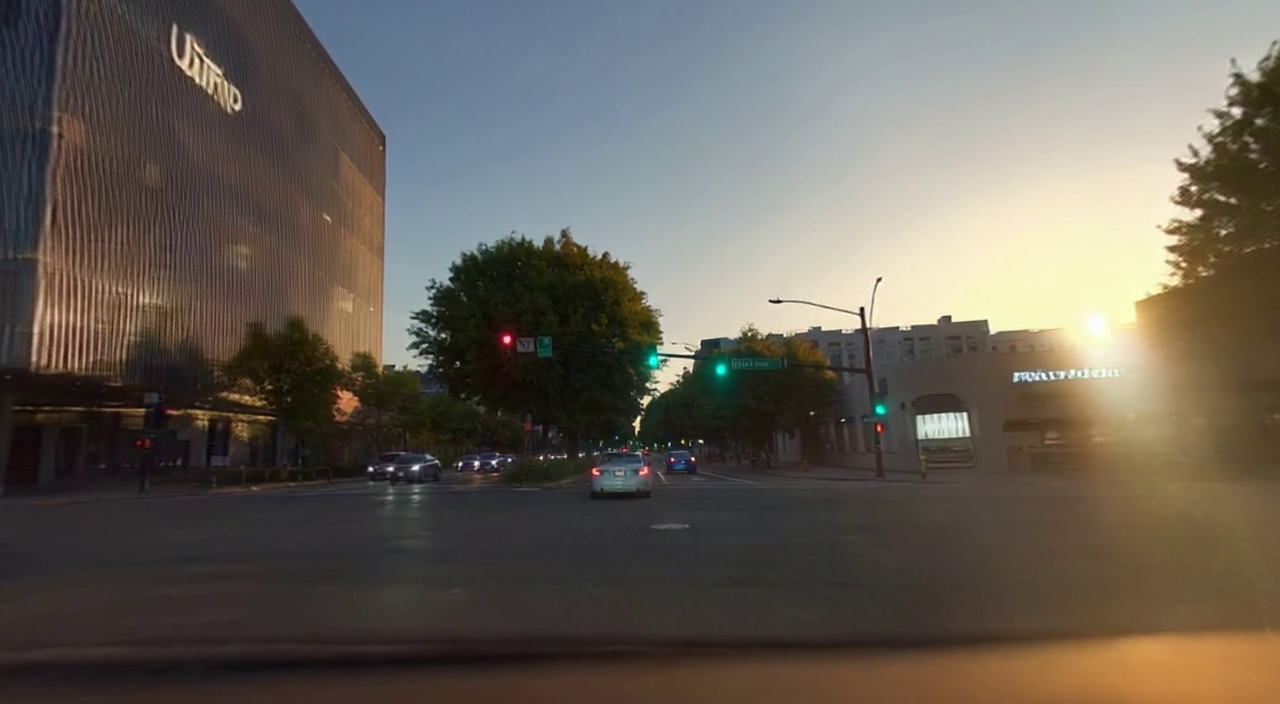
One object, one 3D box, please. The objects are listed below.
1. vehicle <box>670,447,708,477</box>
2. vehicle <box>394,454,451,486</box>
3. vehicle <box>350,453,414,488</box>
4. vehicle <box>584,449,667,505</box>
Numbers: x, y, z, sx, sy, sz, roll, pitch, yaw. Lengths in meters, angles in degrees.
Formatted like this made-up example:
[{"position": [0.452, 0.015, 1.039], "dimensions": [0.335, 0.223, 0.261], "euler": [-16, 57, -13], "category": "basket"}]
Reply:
[{"position": [3.152, 7.106, 41.228], "dimensions": [2.078, 1.799, 4.089], "euler": [0, -8, -1], "category": "vehicle"}, {"position": [-12.651, 6.871, 36.987], "dimensions": [2.000, 1.507, 4.286], "euler": [-2, -7, -2], "category": "vehicle"}, {"position": [-16.098, 7.360, 39.729], "dimensions": [2.119, 1.815, 4.795], "euler": [-2, -7, -1], "category": "vehicle"}, {"position": [-0.419, 3.566, 18.469], "dimensions": [2.144, 1.398, 3.963], "euler": [1, -8, -1], "category": "vehicle"}]
